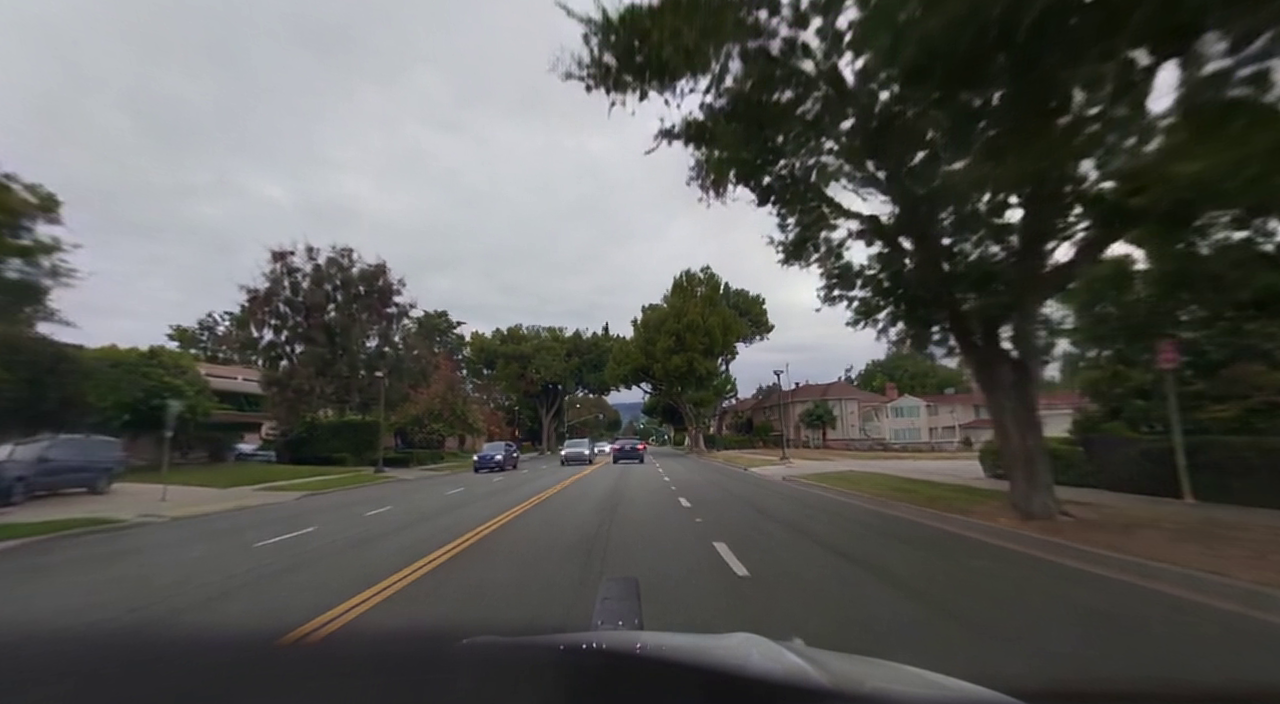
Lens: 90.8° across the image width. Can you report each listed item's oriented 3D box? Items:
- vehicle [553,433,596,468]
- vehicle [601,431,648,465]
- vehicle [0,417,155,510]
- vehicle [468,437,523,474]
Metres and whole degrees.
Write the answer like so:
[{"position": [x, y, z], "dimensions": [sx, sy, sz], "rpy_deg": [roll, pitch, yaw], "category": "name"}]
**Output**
[{"position": [-3.847, 5.875, 37.707], "dimensions": [1.991, 1.794, 4.572], "rpy_deg": [-3, -9, 0], "category": "vehicle"}, {"position": [-0.840, 5.782, 38.095], "dimensions": [2.554, 1.902, 5.329], "rpy_deg": [0, -9, 1], "category": "vehicle"}, {"position": [-15.819, 2.865, 16.393], "dimensions": [2.385, 2.081, 5.237], "rpy_deg": [0, -9, -2], "category": "vehicle"}, {"position": [-7.885, 5.695, 34.859], "dimensions": [1.978, 1.744, 4.301], "rpy_deg": [-4, -9, 0], "category": "vehicle"}]
